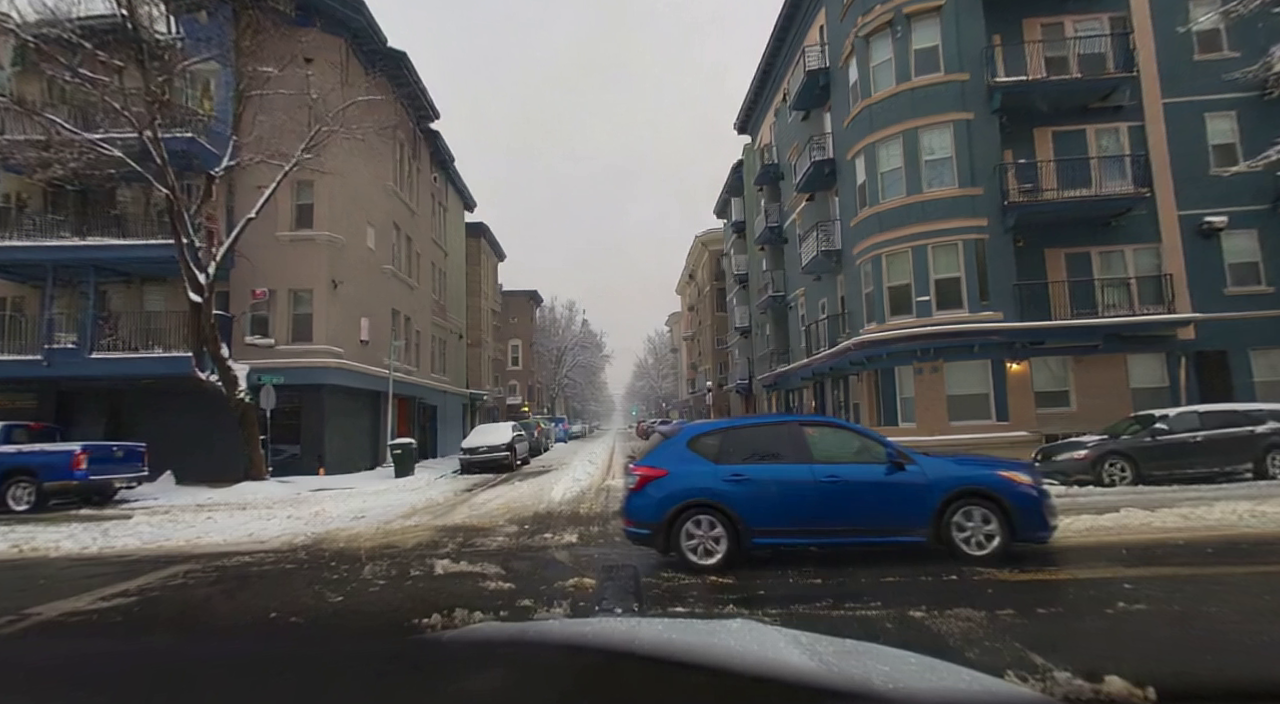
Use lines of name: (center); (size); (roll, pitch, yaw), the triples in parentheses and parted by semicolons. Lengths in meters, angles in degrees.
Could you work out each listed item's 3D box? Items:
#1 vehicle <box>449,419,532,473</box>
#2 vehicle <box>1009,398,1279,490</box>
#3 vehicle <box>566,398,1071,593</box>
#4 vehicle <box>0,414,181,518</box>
vehicle: (-4.403, 2.821, 19.090); (1.882, 1.459, 3.518); (0, -8, -4)
vehicle: (9.729, 1.666, 11.520); (4.711, 1.506, 1.983); (0, -8, -3)
vehicle: (1.521, 1.288, 6.413); (4.469, 1.566, 1.993); (1, -6, -7)
vehicle: (-11.155, 1.927, 10.934); (4.679, 1.631, 2.025); (0, -8, -2)
